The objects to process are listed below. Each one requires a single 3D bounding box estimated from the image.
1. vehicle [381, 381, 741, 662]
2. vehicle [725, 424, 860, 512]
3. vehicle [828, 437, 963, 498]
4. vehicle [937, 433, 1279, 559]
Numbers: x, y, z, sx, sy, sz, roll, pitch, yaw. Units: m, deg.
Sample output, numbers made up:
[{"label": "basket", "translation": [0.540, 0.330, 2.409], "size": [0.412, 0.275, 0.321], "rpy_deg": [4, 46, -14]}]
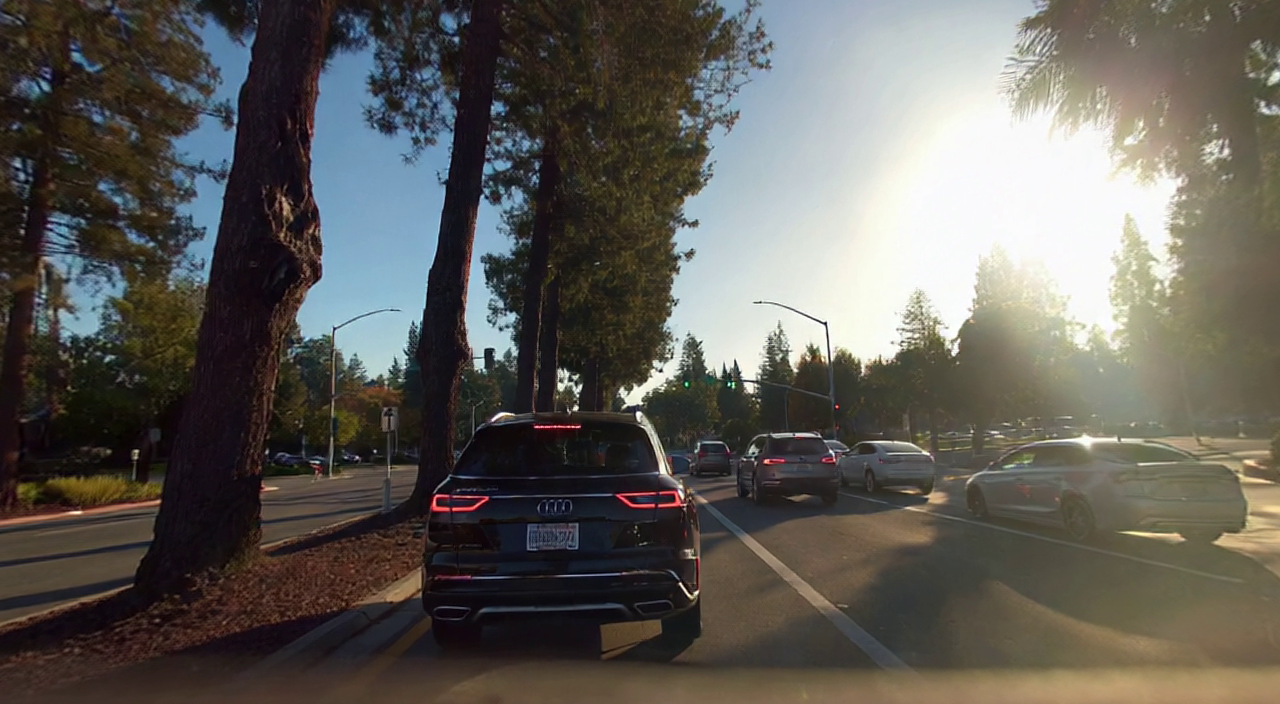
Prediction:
[{"label": "vehicle", "translation": [-0.433, 1.351, 6.084], "size": [2.201, 1.709, 4.271], "rpy_deg": [0, -9, 1]}, {"label": "vehicle", "translation": [3.259, 2.580, 14.474], "size": [1.963, 1.682, 4.407], "rpy_deg": [0, -9, 0]}, {"label": "vehicle", "translation": [6.960, 3.186, 17.792], "size": [1.890, 1.489, 4.415], "rpy_deg": [0, -9, -1]}, {"label": "vehicle", "translation": [6.583, 2.017, 9.656], "size": [1.894, 1.445, 4.565], "rpy_deg": [0, -9, 0]}]
